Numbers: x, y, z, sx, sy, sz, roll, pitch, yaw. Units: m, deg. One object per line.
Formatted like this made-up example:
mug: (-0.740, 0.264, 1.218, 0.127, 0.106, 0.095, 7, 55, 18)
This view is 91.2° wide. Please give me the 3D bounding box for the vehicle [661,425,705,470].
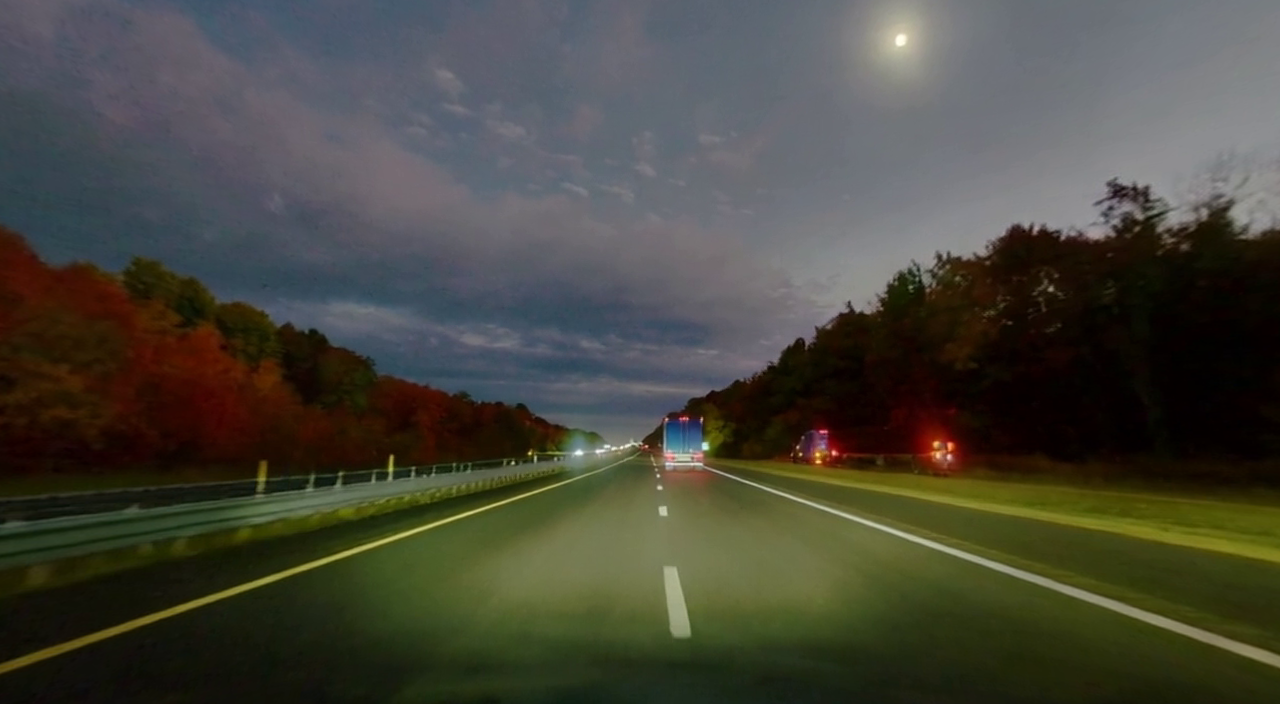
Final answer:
vehicle: (2.984, 6.907, 45.288, 2.697, 2.980, 6.749, 0, -9, 0)
